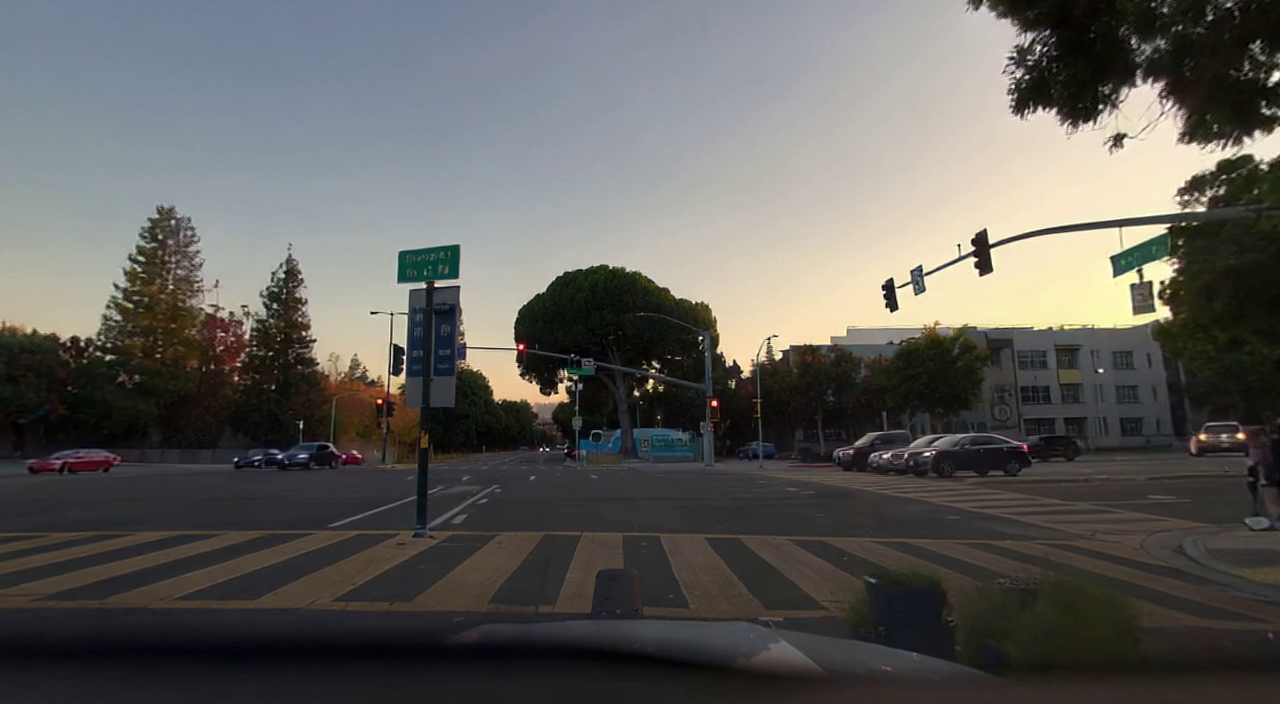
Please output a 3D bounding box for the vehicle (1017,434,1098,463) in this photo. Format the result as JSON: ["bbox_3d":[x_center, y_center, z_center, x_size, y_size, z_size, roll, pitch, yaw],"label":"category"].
[{"bbox_3d":[27.881,6.451,42.393,2.066,1.821,4.509,1,-8,-6],"label":"vehicle"}]

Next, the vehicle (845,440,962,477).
[{"bbox_3d":[11.438,4.621,27.552,4.317,1.491,1.896,1,-9,-11],"label":"vehicle"}]

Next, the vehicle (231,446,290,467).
[{"bbox_3d":[-27.694,7.619,46.212,1.817,1.431,4.239,0,-8,-2],"label":"vehicle"}]

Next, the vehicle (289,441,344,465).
[{"bbox_3d":[-24.299,7.579,47.641,1.903,1.652,4.442,0,-8,-3],"label":"vehicle"}]

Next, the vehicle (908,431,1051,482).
[{"bbox_3d":[12.899,3.921,24.046,4.742,1.762,2.180,3,-9,-22],"label":"vehicle"}]

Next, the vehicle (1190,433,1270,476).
[{"bbox_3d":[23.360,4.039,25.183,2.007,1.540,4.312,-7,-11,40],"label":"vehicle"}]

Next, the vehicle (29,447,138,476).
[{"bbox_3d":[-30.771,6.045,35.147,1.811,1.438,4.812,0,-8,-2],"label":"vehicle"}]
